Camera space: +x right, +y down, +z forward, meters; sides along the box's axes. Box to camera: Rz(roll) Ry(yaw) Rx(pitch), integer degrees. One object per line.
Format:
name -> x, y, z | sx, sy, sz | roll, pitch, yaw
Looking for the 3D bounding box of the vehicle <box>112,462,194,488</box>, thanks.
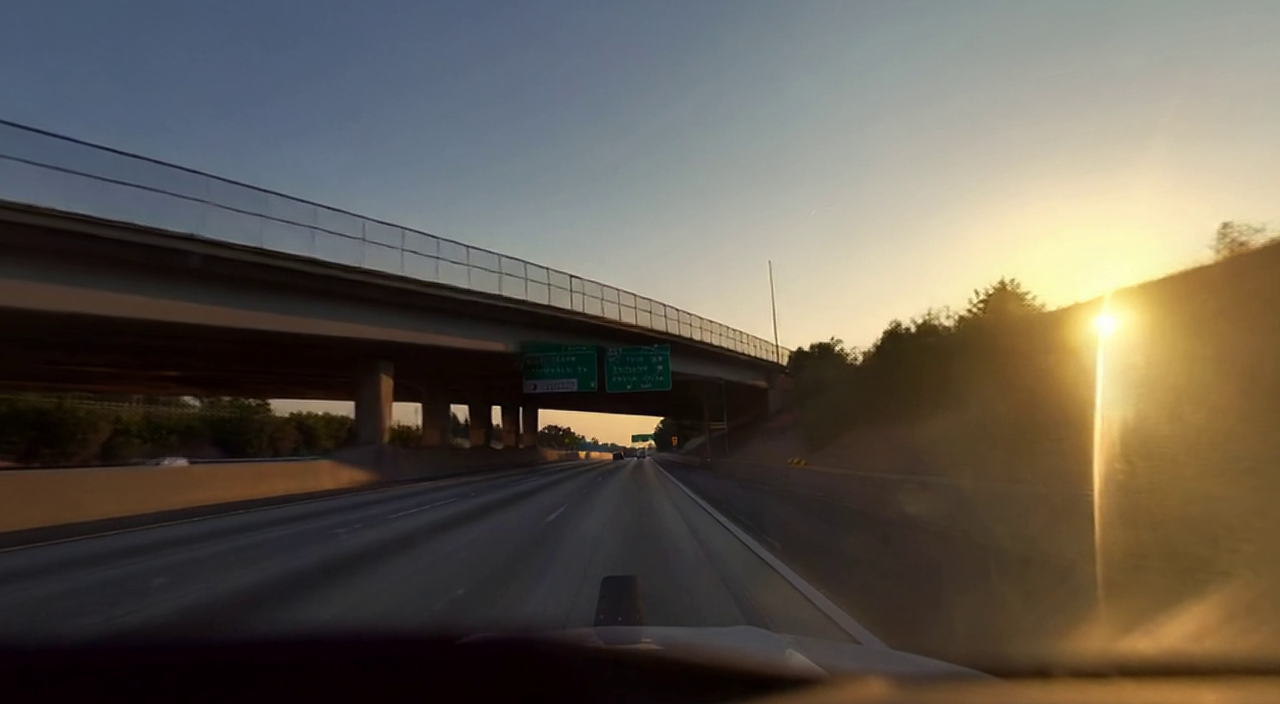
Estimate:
vehicle -> -31.407, 7.947, 40.737 | 1.757, 1.442, 4.577 | 0, -9, -2
